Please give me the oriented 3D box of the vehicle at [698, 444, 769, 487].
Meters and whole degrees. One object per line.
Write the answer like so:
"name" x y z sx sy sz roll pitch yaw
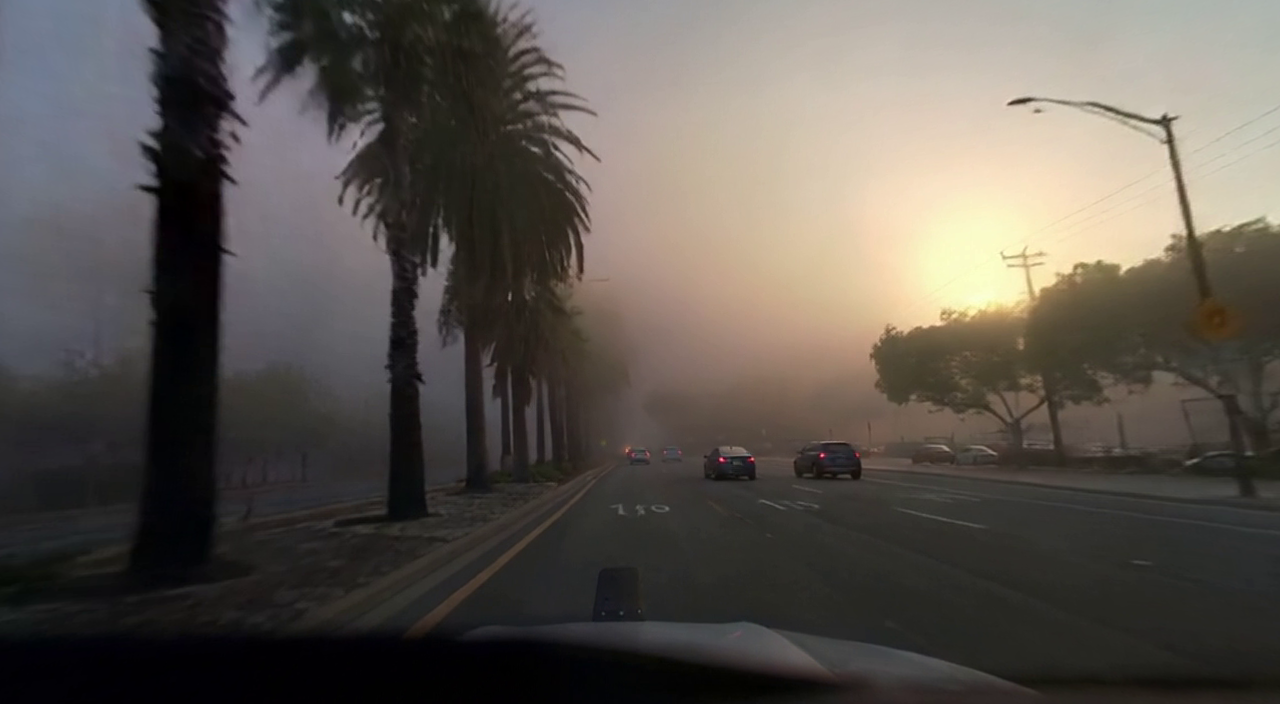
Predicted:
"vehicle" 3.444 4.269 24.091 1.875 1.452 4.453 0 -9 -2

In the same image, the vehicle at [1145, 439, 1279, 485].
"vehicle" 21.144 3.916 22.811 1.943 1.467 4.706 0 -8 0

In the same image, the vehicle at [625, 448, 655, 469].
"vehicle" -0.060 7.593 45.259 2.031 1.444 4.361 0 -8 -1

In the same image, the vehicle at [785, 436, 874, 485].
"vehicle" 7.023 4.059 23.918 1.916 1.646 4.258 0 -9 -1

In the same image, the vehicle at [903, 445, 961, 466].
"vehicle" 20.961 7.440 45.535 1.844 1.464 4.546 0 -9 -2

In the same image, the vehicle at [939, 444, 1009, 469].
"vehicle" 20.976 6.576 39.883 1.852 1.448 4.601 0 -8 -1
